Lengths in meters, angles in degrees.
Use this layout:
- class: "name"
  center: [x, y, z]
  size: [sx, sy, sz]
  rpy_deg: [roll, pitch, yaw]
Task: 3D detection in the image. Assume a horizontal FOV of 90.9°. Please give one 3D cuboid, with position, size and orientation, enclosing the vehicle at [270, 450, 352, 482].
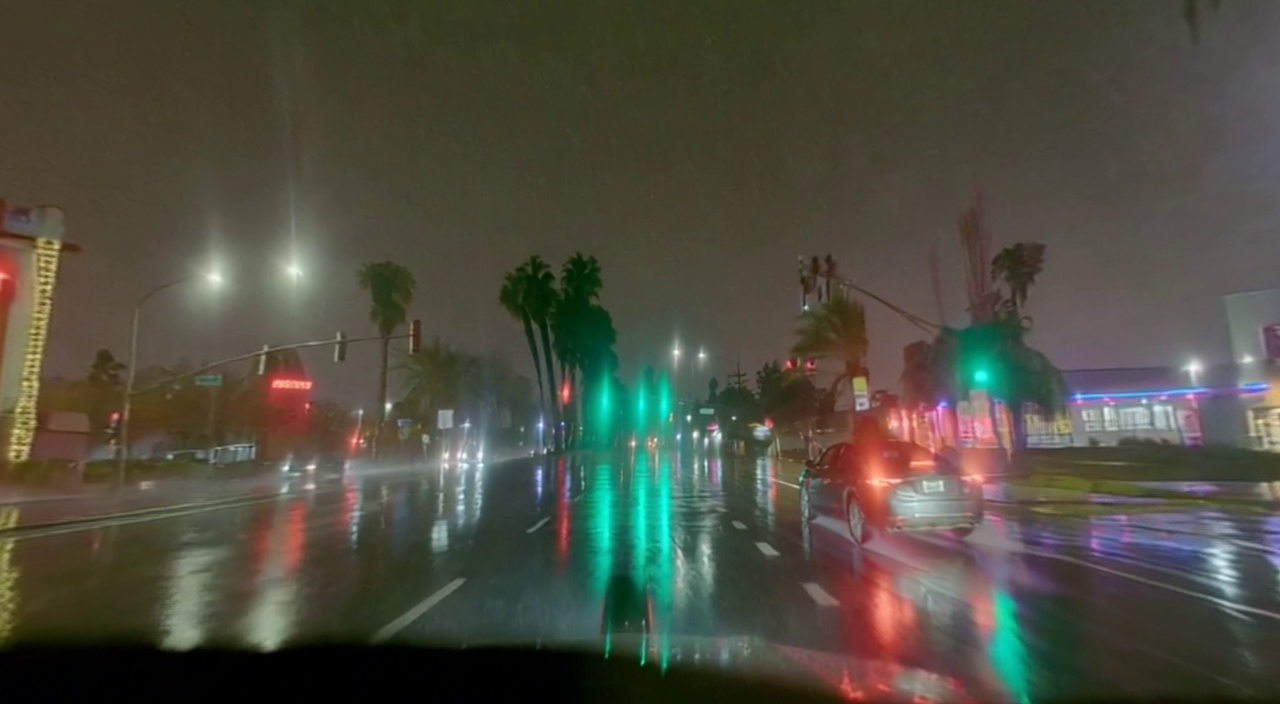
- class: "vehicle"
  center: [-17.942, 6.213, 34.690]
  size: [1.899, 1.615, 4.784]
  rpy_deg: [0, -8, 1]

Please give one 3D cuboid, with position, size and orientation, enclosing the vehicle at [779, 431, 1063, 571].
- class: "vehicle"
  center: [3.528, 1.936, 9.154]
  size: [1.870, 1.467, 4.800]
  rpy_deg: [0, -8, -1]
